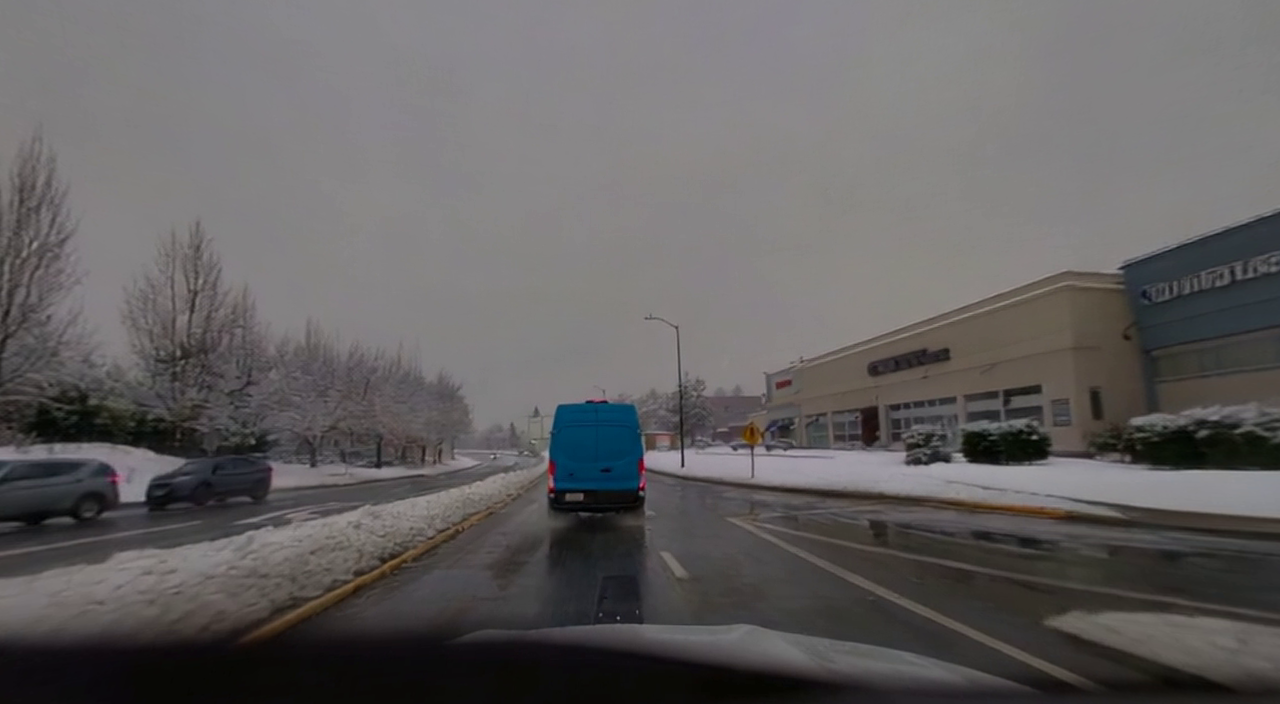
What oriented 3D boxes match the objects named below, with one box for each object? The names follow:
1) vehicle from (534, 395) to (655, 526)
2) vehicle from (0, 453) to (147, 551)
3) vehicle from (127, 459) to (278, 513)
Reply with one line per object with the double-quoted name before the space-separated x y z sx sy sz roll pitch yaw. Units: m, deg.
"vehicle" -1.223 2.638 15.626 2.432 2.624 5.670 1 -9 -6
"vehicle" -12.260 2.903 12.374 2.114 1.668 3.747 -2 -9 -3
"vehicle" -15.918 4.840 23.165 1.938 1.688 4.523 -1 -9 7
